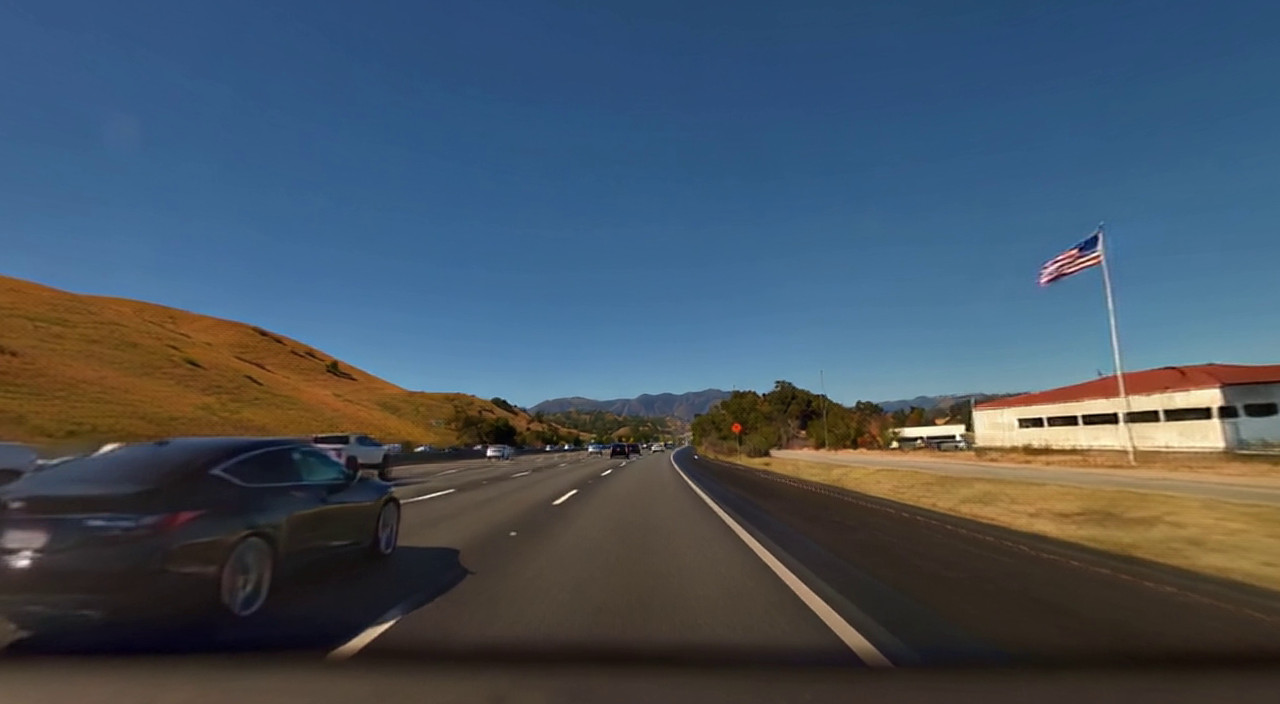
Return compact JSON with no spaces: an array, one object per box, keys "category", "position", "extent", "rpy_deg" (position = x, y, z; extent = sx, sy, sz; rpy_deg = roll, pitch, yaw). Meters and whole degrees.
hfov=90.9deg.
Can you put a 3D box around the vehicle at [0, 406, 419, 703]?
[{"category":"vehicle","position":[-3.477,1.301,4.991],"extent":[1.896,1.491,4.146],"rpy_deg":[0,-8,1]}]

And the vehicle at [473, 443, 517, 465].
[{"category":"vehicle","position":[-10.228,7.202,44.792],"extent":[1.927,1.454,4.395],"rpy_deg":[-1,-8,3]}]
